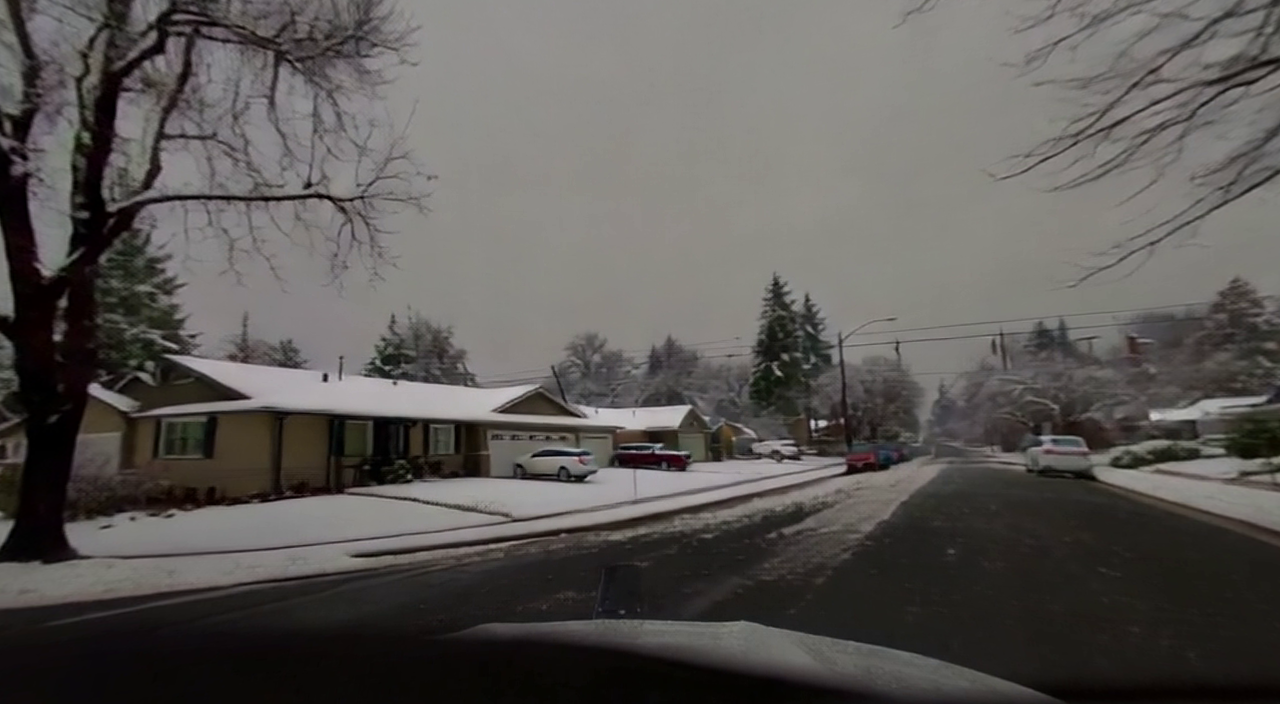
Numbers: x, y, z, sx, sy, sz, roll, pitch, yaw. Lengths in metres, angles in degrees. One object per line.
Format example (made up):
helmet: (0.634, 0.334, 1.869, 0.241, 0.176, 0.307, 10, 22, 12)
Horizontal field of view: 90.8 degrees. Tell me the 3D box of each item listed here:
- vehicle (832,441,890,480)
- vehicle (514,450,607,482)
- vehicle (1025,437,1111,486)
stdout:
vehicle: (12.566, 6.083, 35.735, 2.208, 1.834, 4.675, -11, -12, 26)
vehicle: (-4.075, 5.782, 32.239, 4.404, 1.495, 1.844, -5, -10, 28)
vehicle: (15.506, 3.918, 23.100, 2.005, 1.553, 3.984, -2, -8, 26)
